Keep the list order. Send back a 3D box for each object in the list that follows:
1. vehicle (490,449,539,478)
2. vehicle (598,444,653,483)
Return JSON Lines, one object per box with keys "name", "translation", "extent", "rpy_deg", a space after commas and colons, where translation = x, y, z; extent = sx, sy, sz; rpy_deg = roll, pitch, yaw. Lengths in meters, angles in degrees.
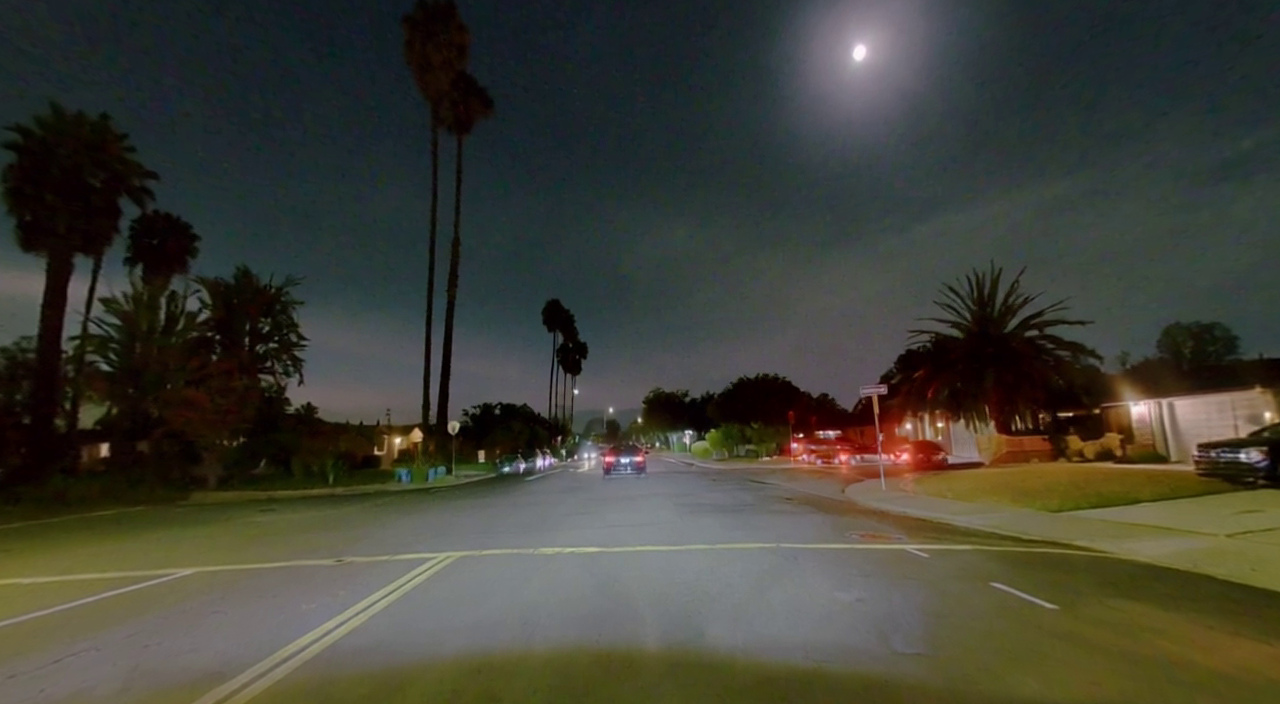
{"name": "vehicle", "translation": [-7.915, 7.026, 40.197], "extent": [2.069, 1.441, 4.368], "rpy_deg": [-3, -7, 1]}
{"name": "vehicle", "translation": [-0.578, 4.587, 26.336], "extent": [2.098, 1.483, 4.099], "rpy_deg": [0, -9, 0]}
